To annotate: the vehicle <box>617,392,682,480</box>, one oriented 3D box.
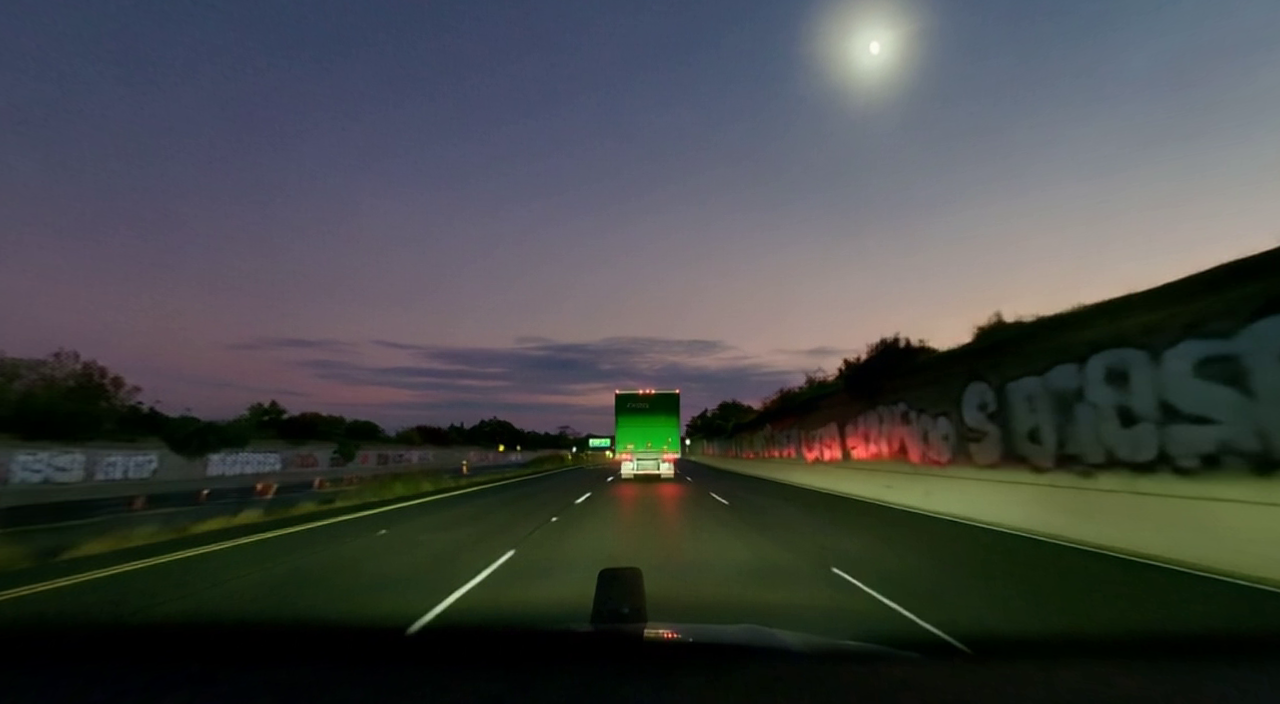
[{"bbox_3d":[0.361,4.557,33.436,2.900,3.955,10.151,0,-9,-1],"label":"vehicle"}]
